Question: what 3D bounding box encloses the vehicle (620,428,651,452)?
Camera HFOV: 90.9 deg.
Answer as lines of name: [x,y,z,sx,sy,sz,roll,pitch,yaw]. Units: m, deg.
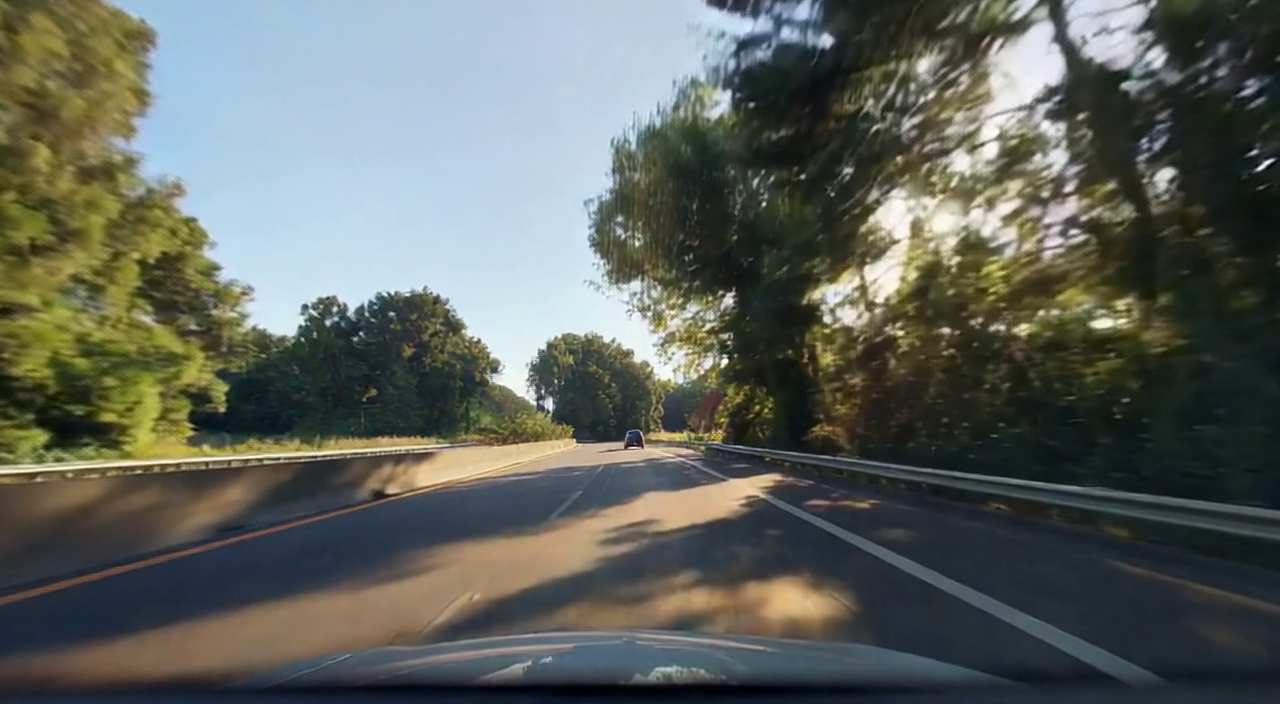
vehicle: [-0.405,6.859,49.214,2.240,1.801,4.545,0,-8,-2]
